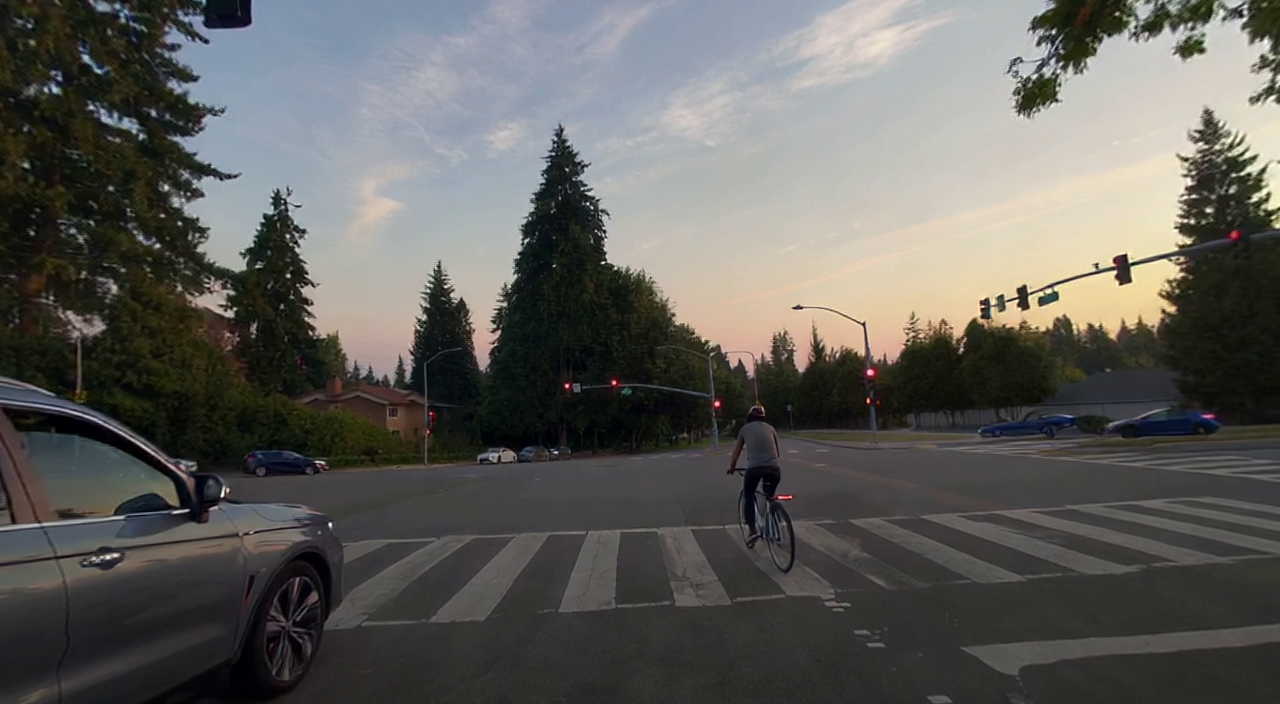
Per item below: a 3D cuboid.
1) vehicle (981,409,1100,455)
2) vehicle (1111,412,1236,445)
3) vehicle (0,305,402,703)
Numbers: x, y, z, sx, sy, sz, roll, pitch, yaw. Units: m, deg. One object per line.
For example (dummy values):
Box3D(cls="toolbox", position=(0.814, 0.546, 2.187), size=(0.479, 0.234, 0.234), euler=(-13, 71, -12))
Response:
Box3D(cls="vehicle", position=(18.580, 3.750, 29.376), size=(4.237, 1.948, 1.997), euler=(0, -9, -9))
Box3D(cls="vehicle", position=(25.762, 3.729, 30.491), size=(4.716, 1.507, 1.904), euler=(2, -9, -11))
Box3D(cls="vehicle", position=(-2.959, 0.867, 2.743), size=(2.049, 1.756, 4.602), euler=(0, -8, 0))
